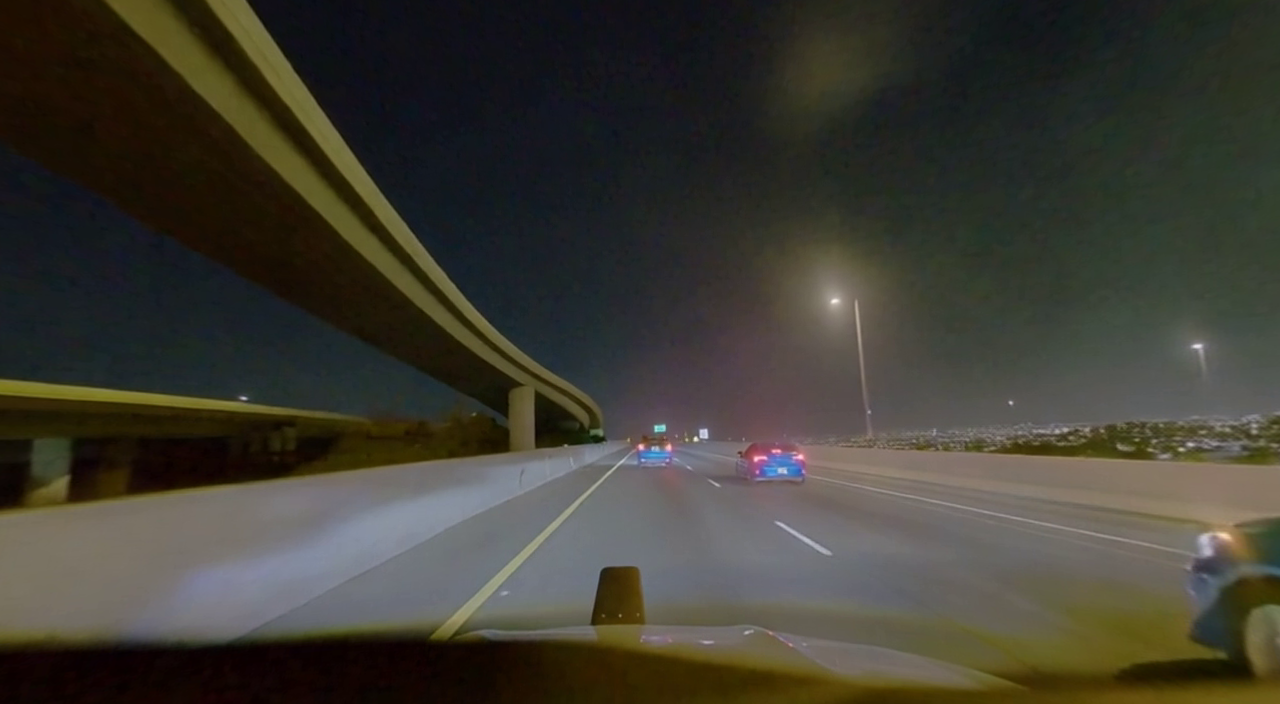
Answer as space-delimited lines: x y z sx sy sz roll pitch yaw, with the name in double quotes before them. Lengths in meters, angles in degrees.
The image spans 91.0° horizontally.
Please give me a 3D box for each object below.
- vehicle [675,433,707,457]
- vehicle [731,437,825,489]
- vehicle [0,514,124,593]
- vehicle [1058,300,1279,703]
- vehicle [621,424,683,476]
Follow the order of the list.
"vehicle" 3.864 7.111 48.335 2.047 1.700 4.069 1 -8 -1
"vehicle" 4.330 3.528 20.438 2.047 1.500 4.017 1 -8 -2
"vehicle" -19.284 6.308 20.123 1.939 1.689 4.298 1 -8 -2
"vehicle" 4.133 0.596 1.486 2.404 2.014 5.655 1 -8 0
"vehicle" 0.443 3.912 25.364 2.264 1.841 4.583 1 -8 0
